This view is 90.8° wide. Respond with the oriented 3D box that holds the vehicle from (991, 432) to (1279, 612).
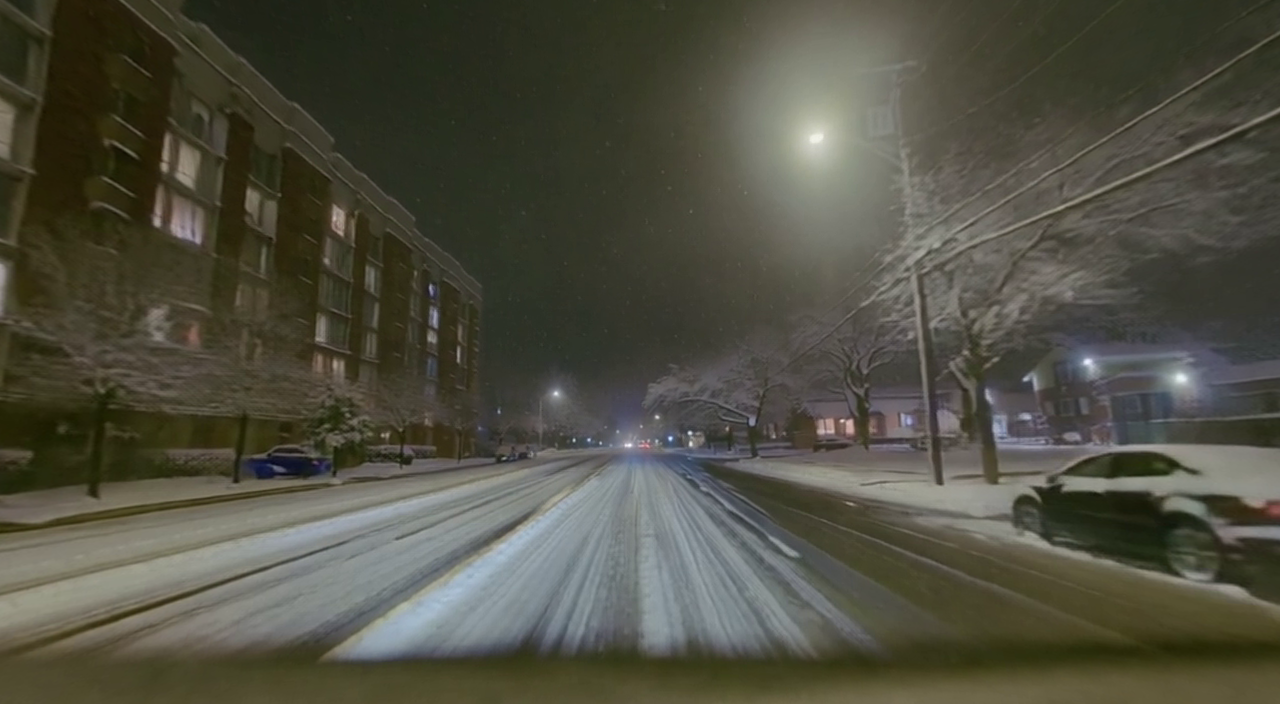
[{"bbox_3d":[6.356,1.709,7.164,1.948,1.526,4.518,0,-8,-3],"label":"vehicle"}]
